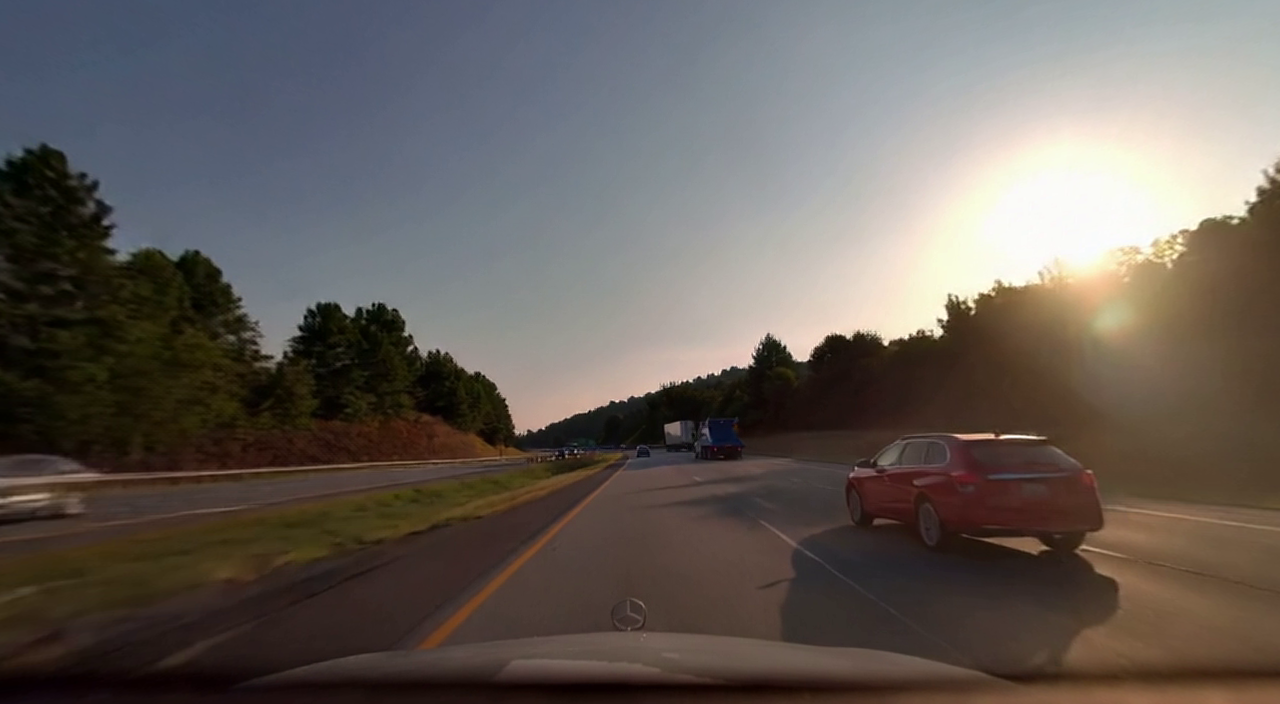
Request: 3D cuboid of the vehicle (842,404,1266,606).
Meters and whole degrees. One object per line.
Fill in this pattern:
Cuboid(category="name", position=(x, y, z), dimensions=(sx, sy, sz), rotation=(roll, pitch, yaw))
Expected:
Cuboid(category="vehicle", position=(3.987, 1.541, 7.135), dimensions=(2.005, 1.604, 4.002), rotation=(0, -9, -1))

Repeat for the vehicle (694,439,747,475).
Cuboid(category="vehicle", position=(3.956, 5.223, 31.557), dimensions=(2.022, 1.658, 4.132), rotation=(0, -9, -1))
